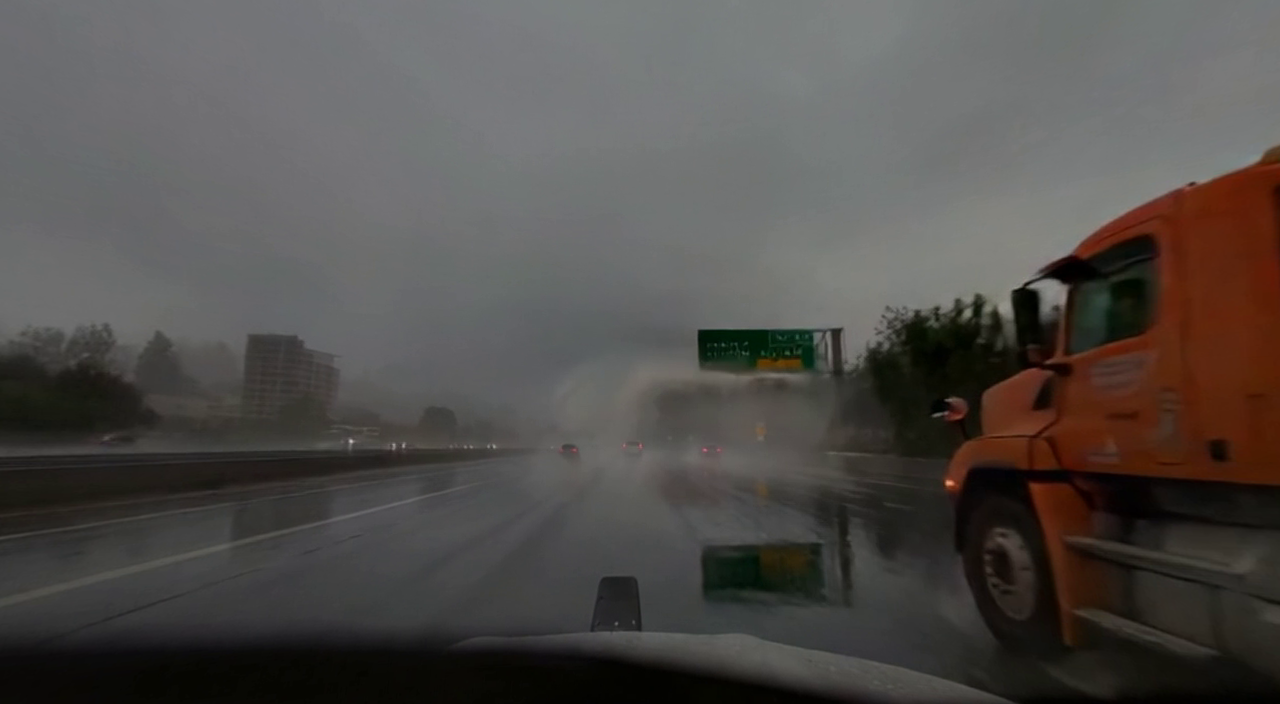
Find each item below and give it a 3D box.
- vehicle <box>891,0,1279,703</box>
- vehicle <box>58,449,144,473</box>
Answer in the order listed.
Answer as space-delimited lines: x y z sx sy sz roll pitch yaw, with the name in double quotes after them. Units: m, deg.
3.990 -0.240 0.774 2.966 3.586 10.563 0 -8 0 "vehicle"
-34.223 6.914 40.278 1.762 1.449 4.199 0 -9 -1 "vehicle"
